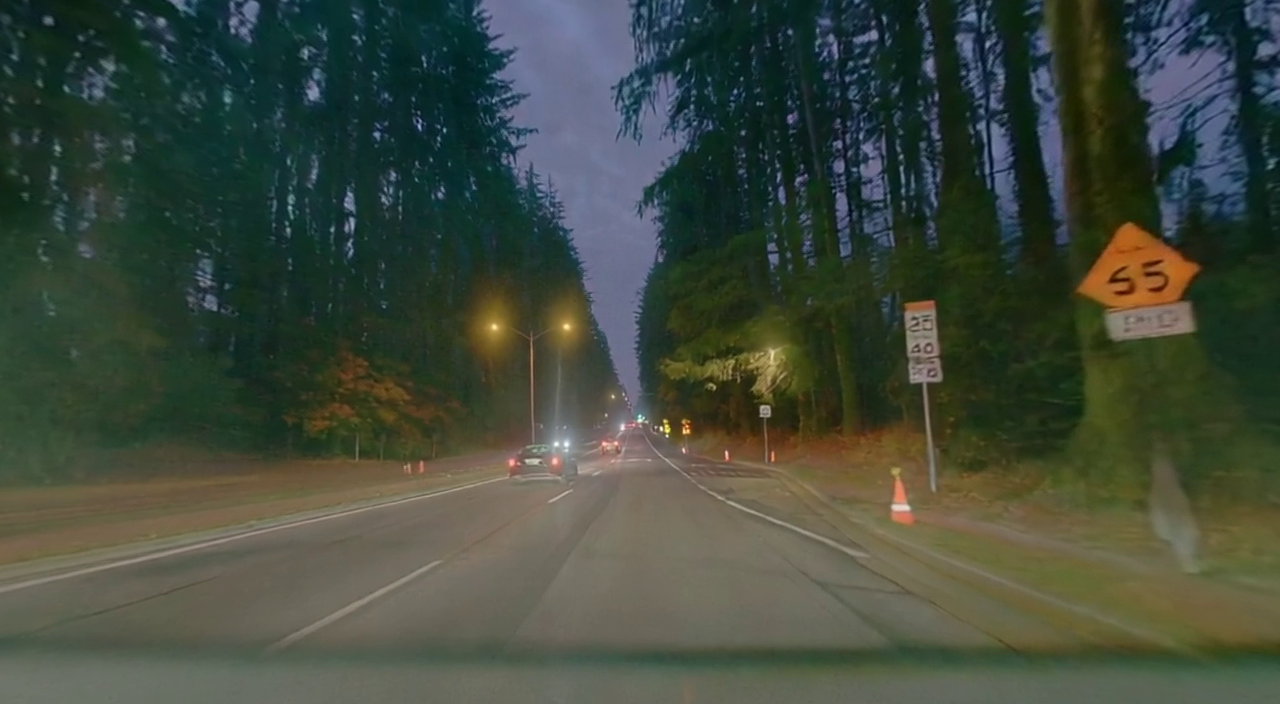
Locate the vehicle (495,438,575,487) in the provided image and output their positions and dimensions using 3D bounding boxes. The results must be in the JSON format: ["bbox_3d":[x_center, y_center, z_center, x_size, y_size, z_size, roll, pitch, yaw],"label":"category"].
[{"bbox_3d":[-3.527,3.762,21.796,2.029,1.511,3.922,-1,-8,1],"label":"vehicle"}]
